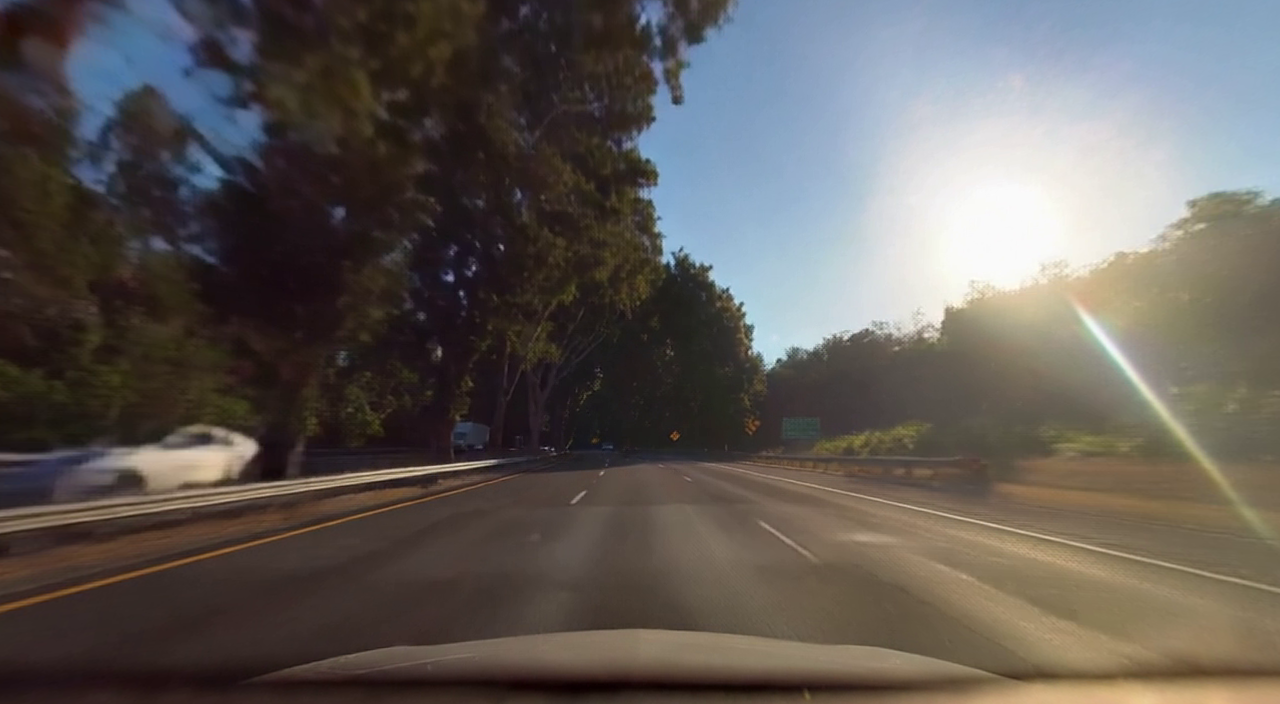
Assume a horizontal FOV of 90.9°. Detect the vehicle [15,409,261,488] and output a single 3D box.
[{"bbox_3d":[-12.511,2.498,16.341,2.220,1.723,5.072,0,-9,-1],"label":"vehicle"}]
